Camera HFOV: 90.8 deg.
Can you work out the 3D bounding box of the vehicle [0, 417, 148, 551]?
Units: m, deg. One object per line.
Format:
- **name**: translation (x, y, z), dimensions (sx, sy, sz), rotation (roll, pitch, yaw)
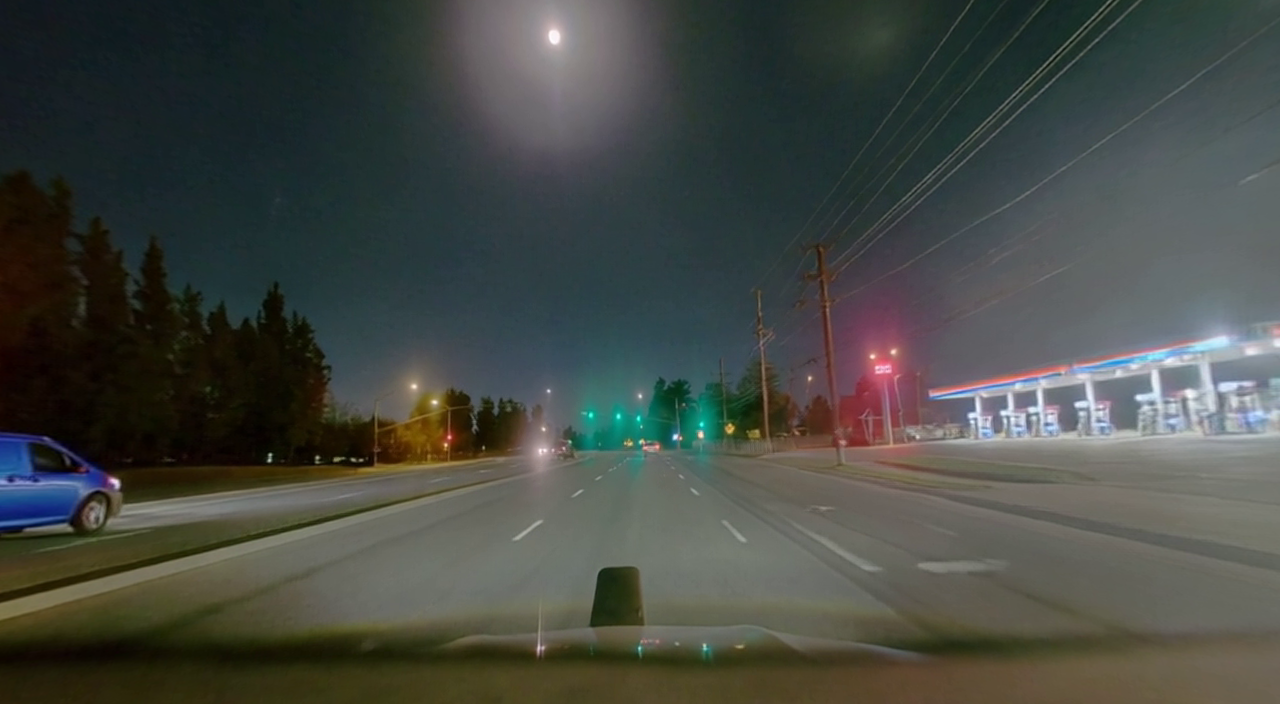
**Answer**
- **vehicle**: translation (-9.964, 1.845, 8.791), dimensions (2.149, 1.848, 4.961), rotation (0, -8, 1)
